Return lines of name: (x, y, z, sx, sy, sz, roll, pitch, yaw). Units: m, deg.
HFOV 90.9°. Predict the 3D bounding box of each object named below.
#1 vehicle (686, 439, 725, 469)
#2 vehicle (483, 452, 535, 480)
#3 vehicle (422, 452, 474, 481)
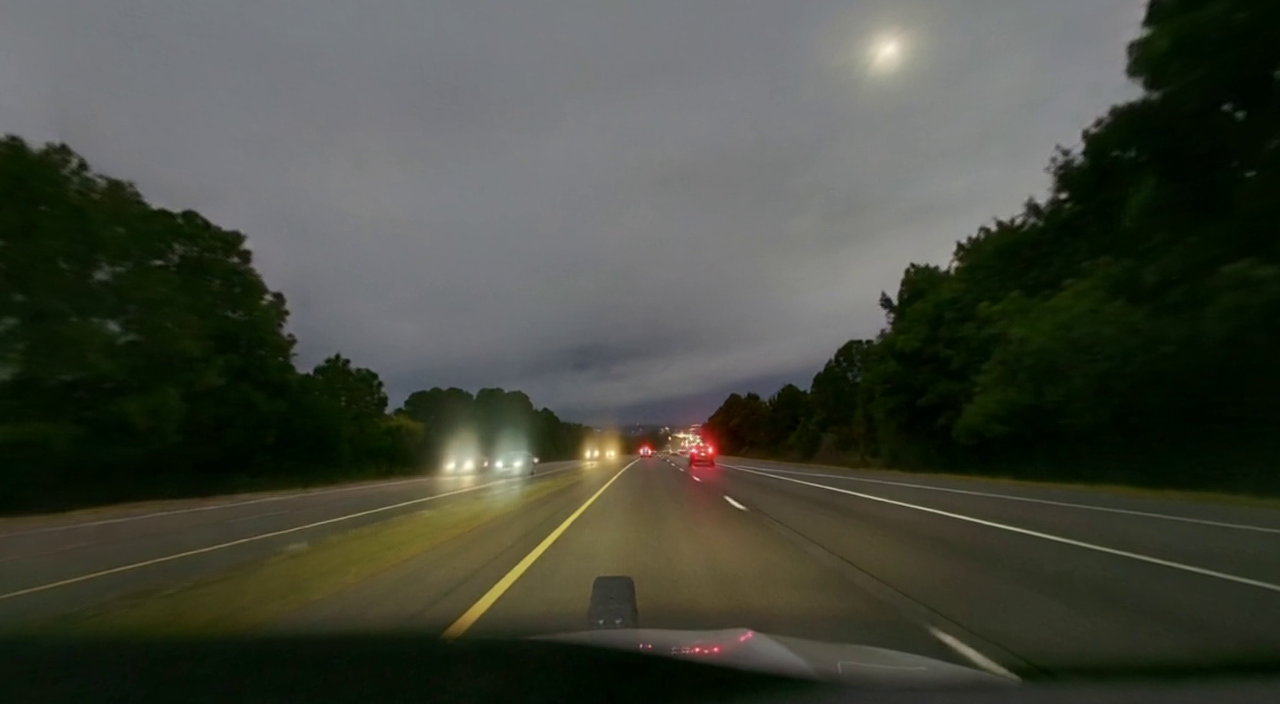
vehicle: (4.619, 7.267, 45.134, 2.189, 2.007, 4.872, 0, -9, -1)
vehicle: (-7.662, 6.693, 37.334, 1.971, 1.514, 4.586, 0, -9, 1)
vehicle: (-12.509, 7.457, 41.301, 1.914, 1.702, 4.605, 0, -9, 1)
